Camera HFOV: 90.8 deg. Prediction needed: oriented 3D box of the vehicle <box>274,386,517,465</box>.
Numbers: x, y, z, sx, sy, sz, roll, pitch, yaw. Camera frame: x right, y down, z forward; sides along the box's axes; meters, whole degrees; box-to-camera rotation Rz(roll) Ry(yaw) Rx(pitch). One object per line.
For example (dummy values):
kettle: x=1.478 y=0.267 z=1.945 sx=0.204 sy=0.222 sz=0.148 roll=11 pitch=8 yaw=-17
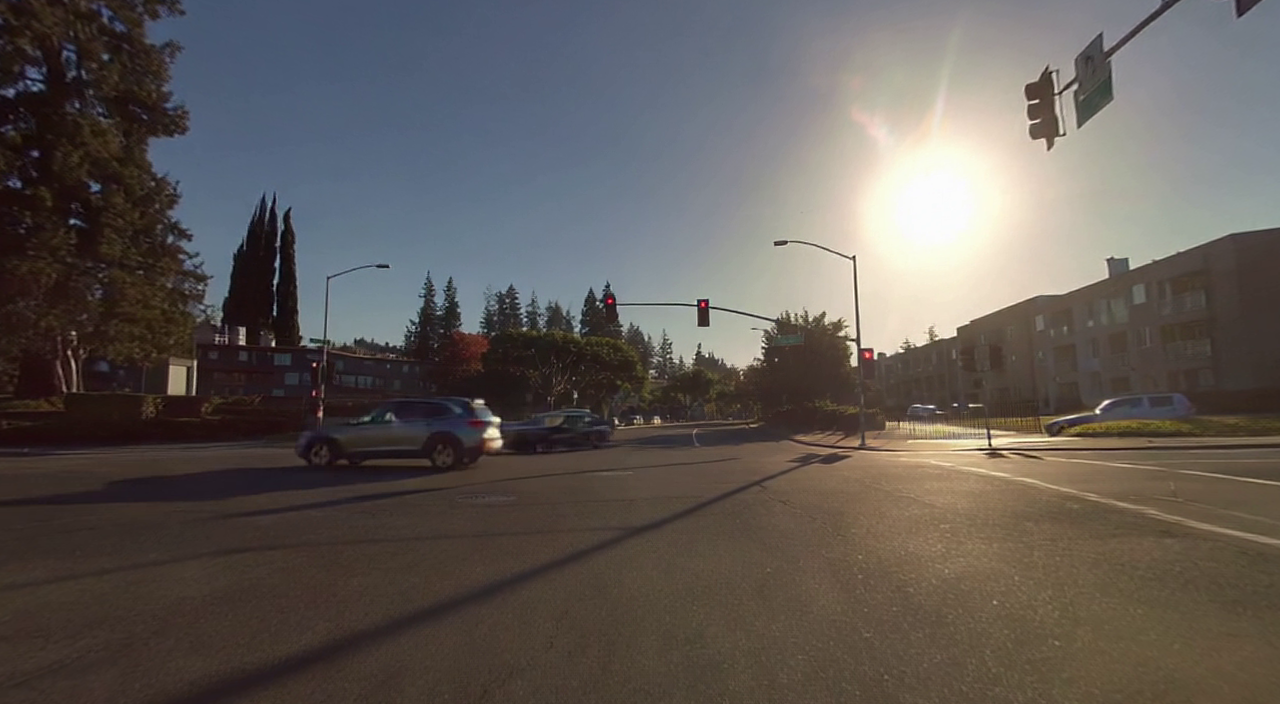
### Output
vehicle: x=-6.140 y=1.944 z=16.425 sx=5.383 sy=1.870 sz=2.203 roll=-1 pitch=-9 yaw=3

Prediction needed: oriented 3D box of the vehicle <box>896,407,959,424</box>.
vehicle: x=22.018 y=4.901 z=48.454 sx=3.933 sy=1.219 sz=1.700 roll=-1 pitch=-9 yaw=3

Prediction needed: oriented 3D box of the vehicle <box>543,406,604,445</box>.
vehicle: x=-3.444 y=4.016 z=33.915 sx=2.306 sy=1.907 sz=5.382 roll=-1 pitch=-8 yaw=4
